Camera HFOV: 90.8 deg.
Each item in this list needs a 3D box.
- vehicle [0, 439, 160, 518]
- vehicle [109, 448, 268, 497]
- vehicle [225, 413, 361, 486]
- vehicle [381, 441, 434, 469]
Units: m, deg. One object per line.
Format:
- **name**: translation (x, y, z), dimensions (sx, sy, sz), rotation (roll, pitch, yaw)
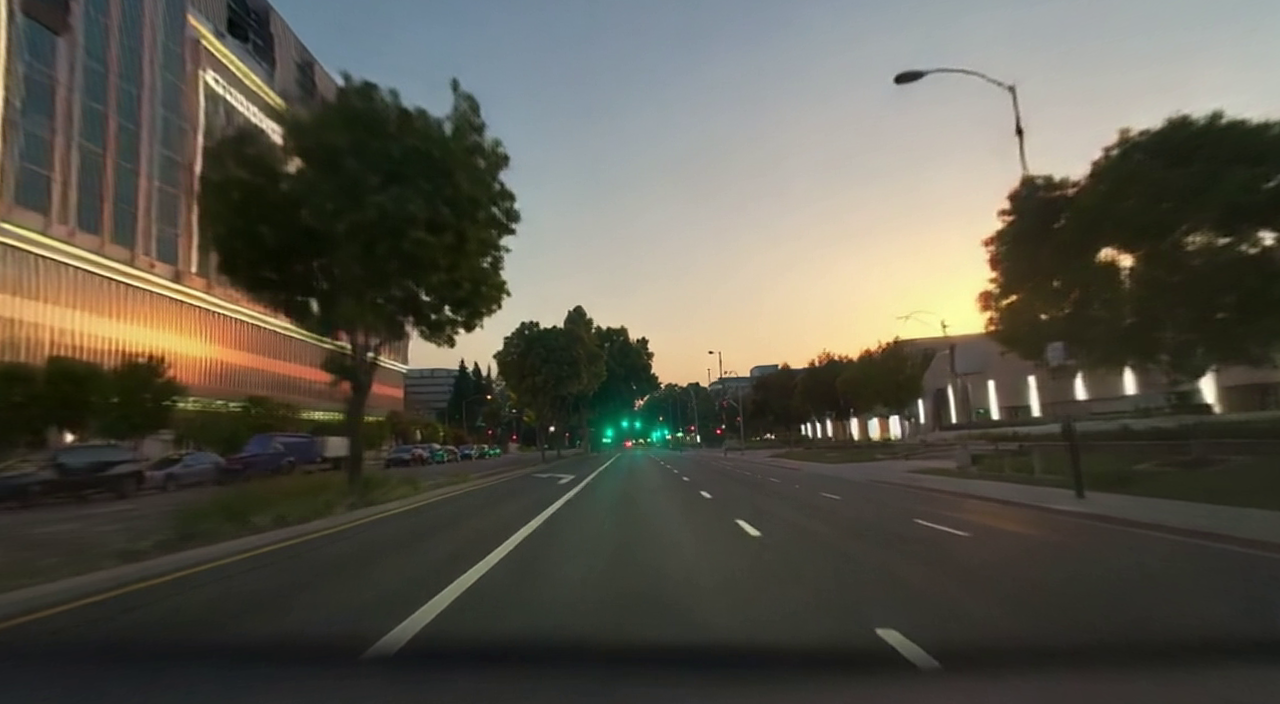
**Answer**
- **vehicle**: translation (-15.396, 3.200, 16.460), dimensions (1.989, 1.747, 5.019), rotation (-1, -8, -3)
- **vehicle**: translation (-15.524, 4.139, 22.158), dimensions (1.929, 1.471, 4.919), rotation (0, -8, 0)
- **vehicle**: translation (-15.429, 4.412, 28.779), dimensions (2.335, 2.896, 6.785), rotation (-1, -9, -1)
- **vehicle**: translation (-15.581, 6.924, 42.647), dimensions (1.950, 1.749, 5.006), rotation (0, -8, -3)
